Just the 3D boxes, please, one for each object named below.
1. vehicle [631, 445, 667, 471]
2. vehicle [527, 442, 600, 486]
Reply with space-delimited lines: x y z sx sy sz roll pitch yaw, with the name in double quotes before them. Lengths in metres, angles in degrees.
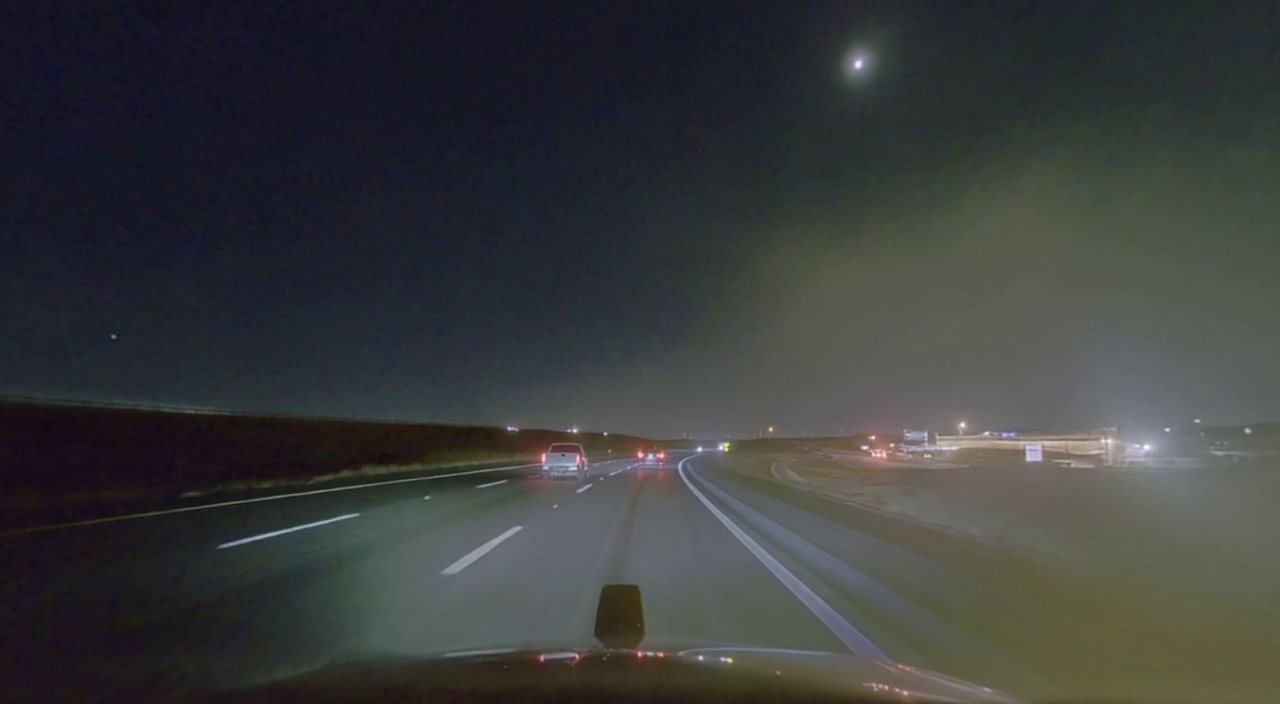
"vehicle" 0.582 6.637 39.596 2.129 1.502 4.321 0 -9 2
"vehicle" -2.851 4.311 24.517 2.129 1.563 4.387 0 -9 2
